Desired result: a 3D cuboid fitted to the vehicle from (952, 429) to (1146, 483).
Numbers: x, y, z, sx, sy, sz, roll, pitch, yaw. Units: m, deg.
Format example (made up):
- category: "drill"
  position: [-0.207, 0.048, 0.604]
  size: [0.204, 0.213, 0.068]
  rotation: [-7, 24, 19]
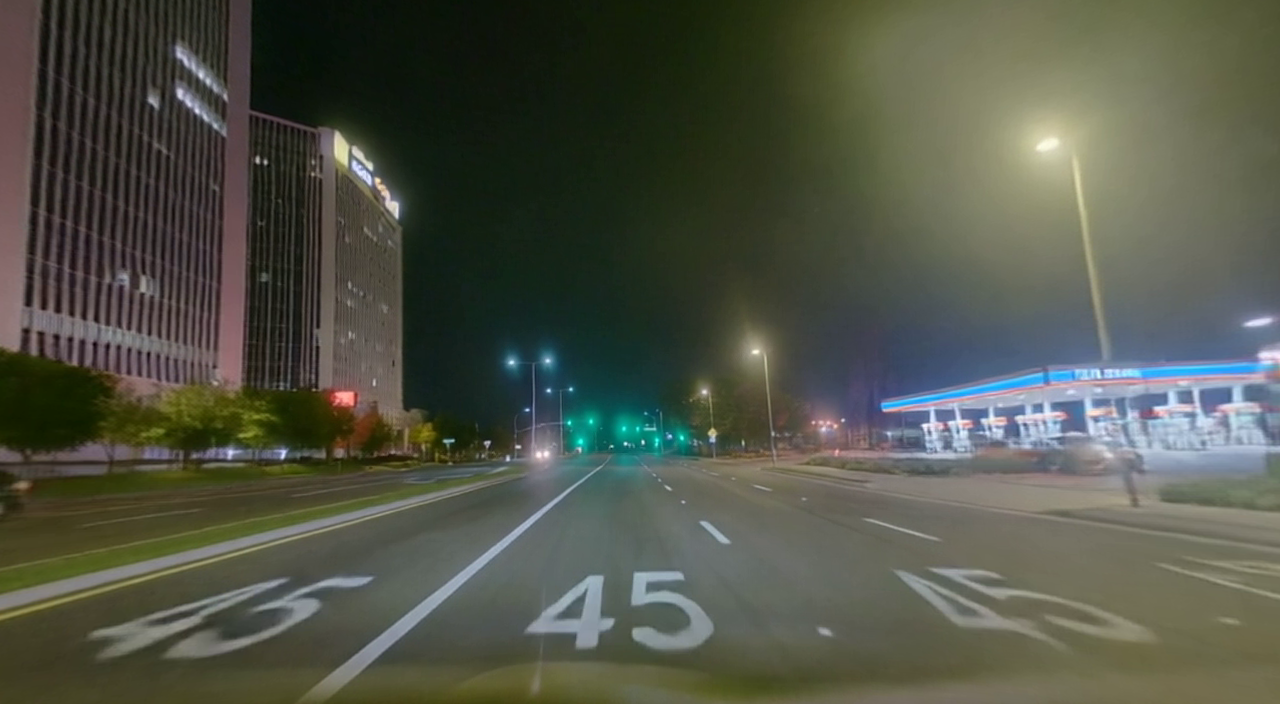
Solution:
- category: "vehicle"
  position: [12.399, 3.181, 19.376]
  size: [4.548, 1.568, 1.953]
  rotation: [0, -9, -2]
